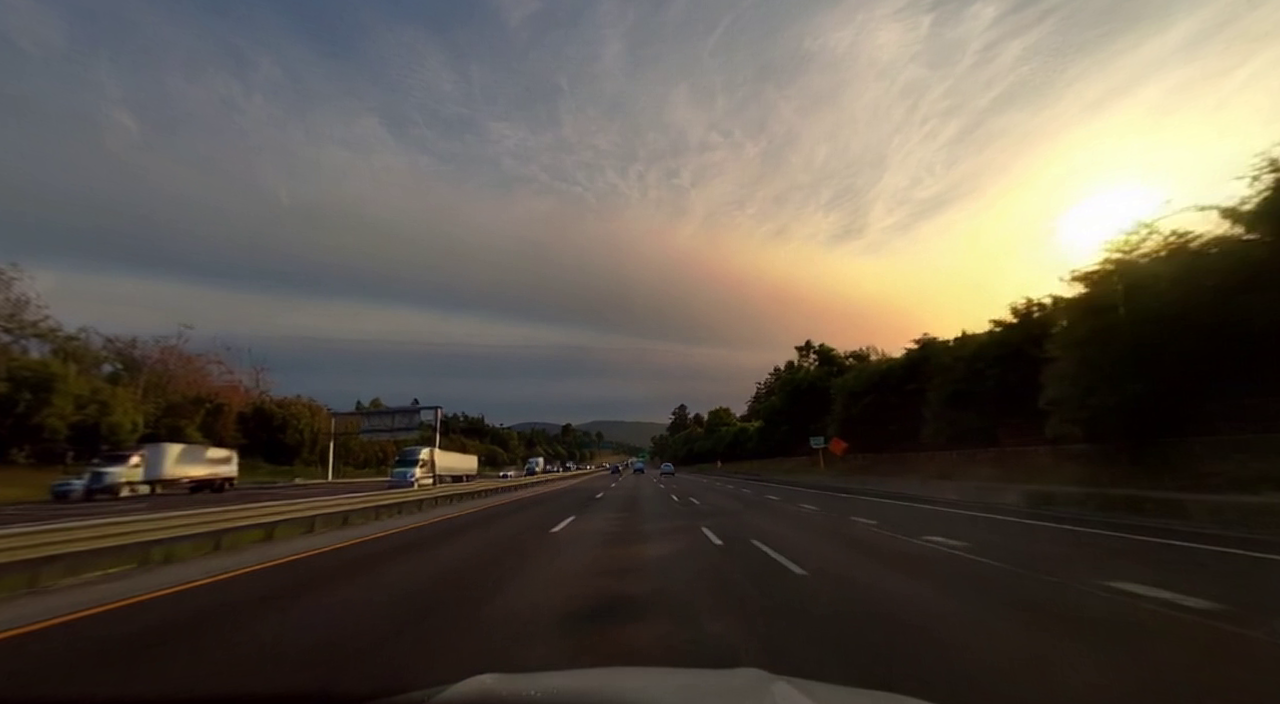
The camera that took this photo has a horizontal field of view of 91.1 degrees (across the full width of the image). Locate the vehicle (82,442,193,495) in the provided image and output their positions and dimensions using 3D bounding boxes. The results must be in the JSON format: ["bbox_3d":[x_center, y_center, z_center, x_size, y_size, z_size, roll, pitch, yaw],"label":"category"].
[{"bbox_3d":[-37.221,8.700,46.857,2.934,3.595,6.031,1,-10,0],"label":"vehicle"}]

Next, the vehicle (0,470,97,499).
[{"bbox_3d":[-41.053,9.143,43.598,2.129,1.831,5.042,1,-10,0],"label":"vehicle"}]
